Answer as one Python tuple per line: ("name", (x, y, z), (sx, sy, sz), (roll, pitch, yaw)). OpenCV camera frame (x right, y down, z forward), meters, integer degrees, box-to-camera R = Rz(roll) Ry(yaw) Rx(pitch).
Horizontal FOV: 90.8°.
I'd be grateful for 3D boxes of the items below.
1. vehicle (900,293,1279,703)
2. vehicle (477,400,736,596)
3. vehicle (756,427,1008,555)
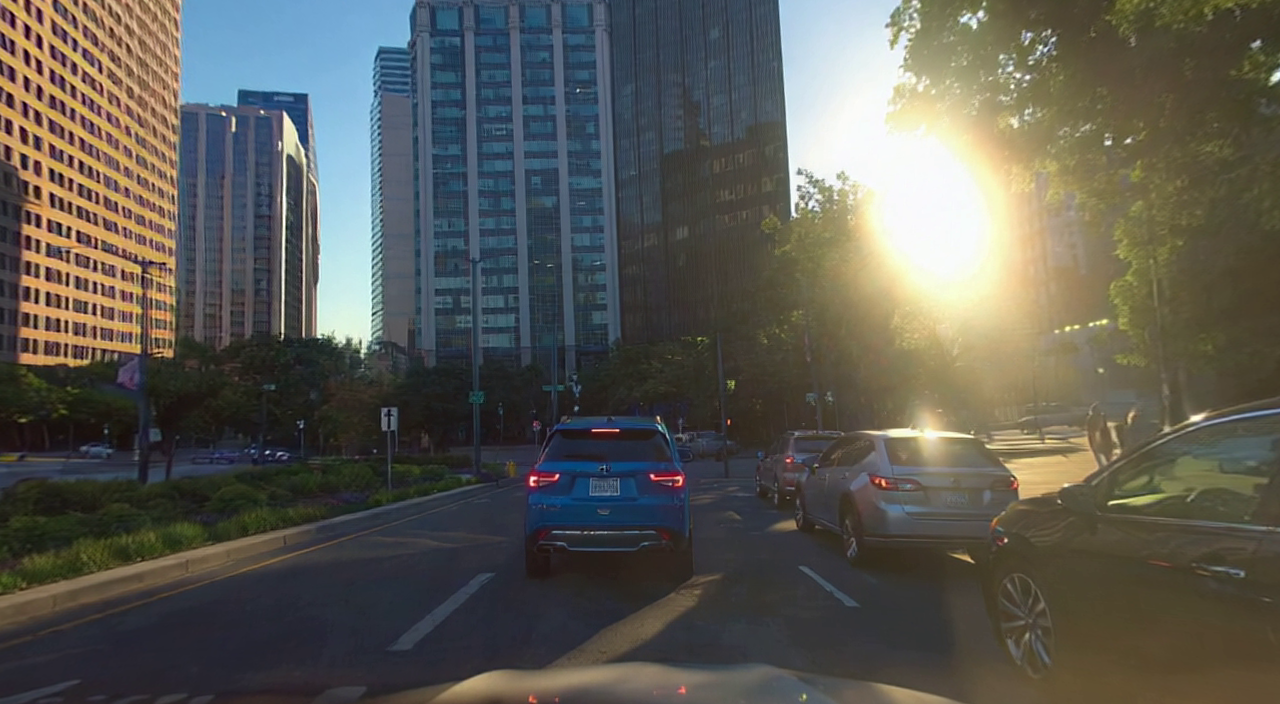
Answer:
("vehicle", (2.997, 0.750, 2.244), (2.063, 1.760, 4.664), (0, -9, -1))
("vehicle", (-0.340, 1.583, 7.644), (2.249, 1.684, 4.084), (0, -9, -1))
("vehicle", (3.286, 1.983, 9.804), (1.941, 1.482, 4.632), (0, -9, -2))
